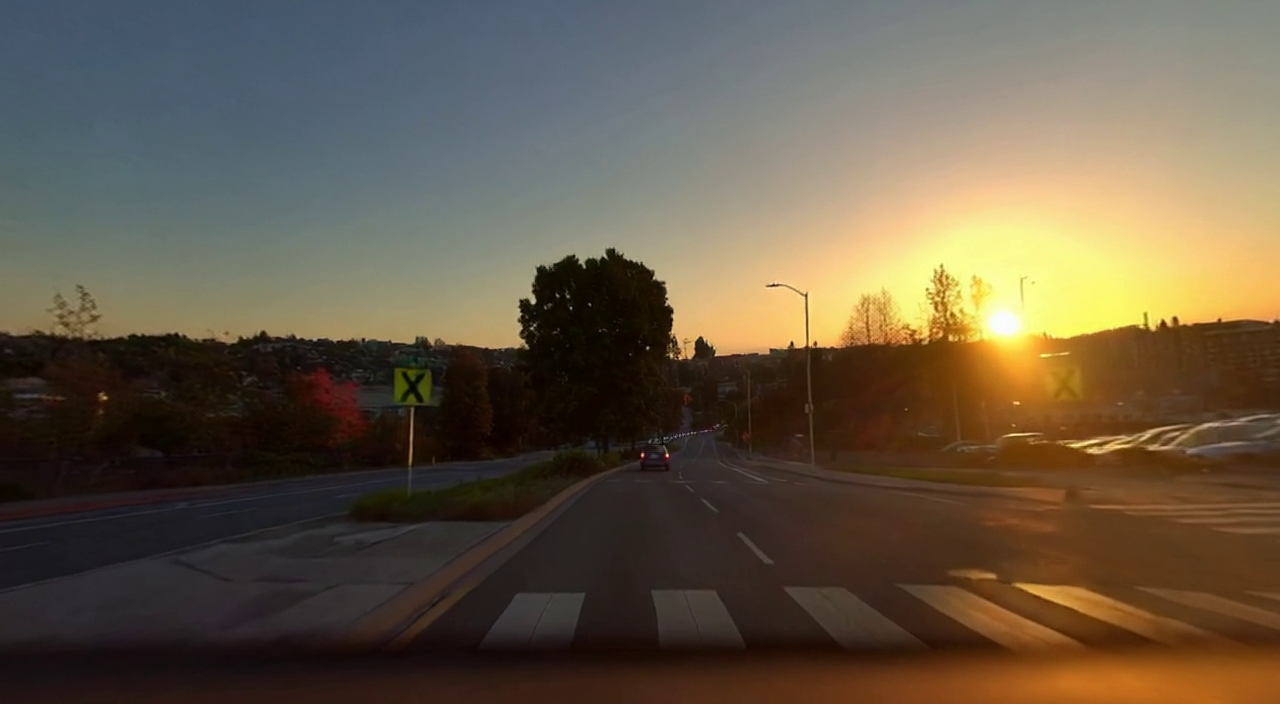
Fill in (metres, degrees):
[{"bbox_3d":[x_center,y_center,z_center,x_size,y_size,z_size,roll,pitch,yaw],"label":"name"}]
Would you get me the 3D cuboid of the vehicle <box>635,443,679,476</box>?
[{"bbox_3d":[0.916,5.582,33.089,2.158,1.600,3.865,0,-9,2],"label":"vehicle"}]
